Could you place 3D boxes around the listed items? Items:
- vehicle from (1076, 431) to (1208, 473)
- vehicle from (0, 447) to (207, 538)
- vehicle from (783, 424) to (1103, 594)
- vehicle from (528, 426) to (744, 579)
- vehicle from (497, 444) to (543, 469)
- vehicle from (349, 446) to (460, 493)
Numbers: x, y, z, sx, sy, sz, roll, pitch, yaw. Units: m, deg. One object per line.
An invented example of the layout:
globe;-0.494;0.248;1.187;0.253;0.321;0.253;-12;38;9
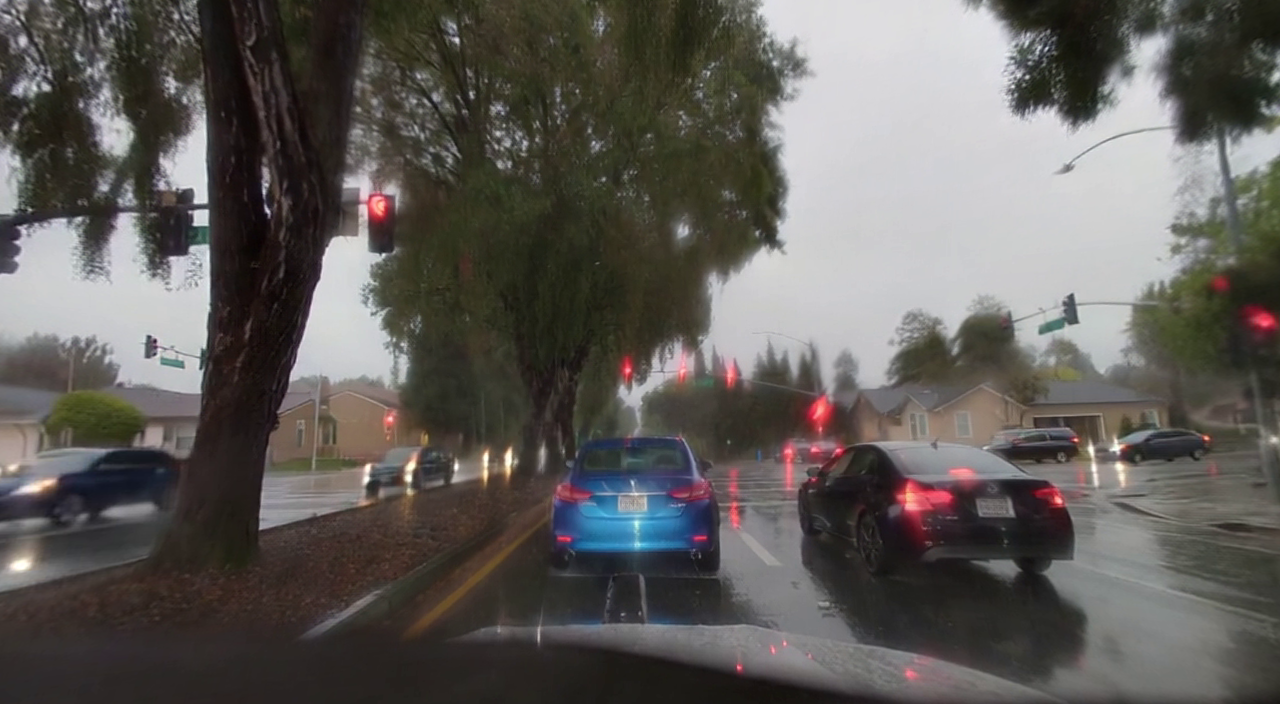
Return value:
vehicle;24.003;4.789;30.321;4.520;1.762;2.005;-2;-8;-1
vehicle;-11.298;2.651;12.655;2.125;1.476;4.385;0;-8;0
vehicle;3.183;1.715;7.769;1.913;1.505;4.097;0;-8;0
vehicle;-0.056;1.780;8.272;2.103;1.478;4.073;0;-8;0
vehicle;-7.524;6.573;40.123;2.003;1.480;4.633;0;-8;0
vehicle;-7.568;3.787;20.804;2.040;1.374;4.150;0;-8;0
